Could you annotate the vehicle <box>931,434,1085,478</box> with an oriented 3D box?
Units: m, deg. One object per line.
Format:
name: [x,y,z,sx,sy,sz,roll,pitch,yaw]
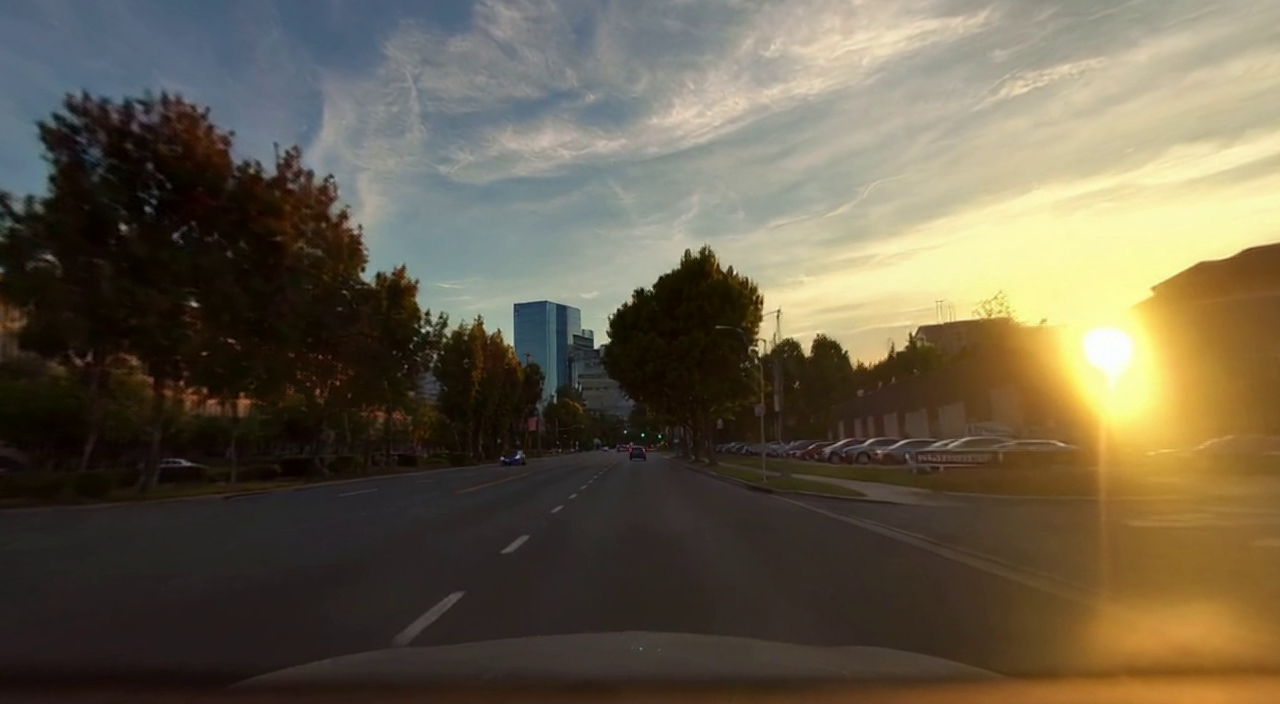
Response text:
vehicle: [14.403,4.076,24.847,4.854,1.649,1.886,0,-9,-2]

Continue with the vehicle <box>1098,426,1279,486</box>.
vehicle: [18.482,3.479,21.362,1.991,1.682,4.877,-2,-8,-4]
